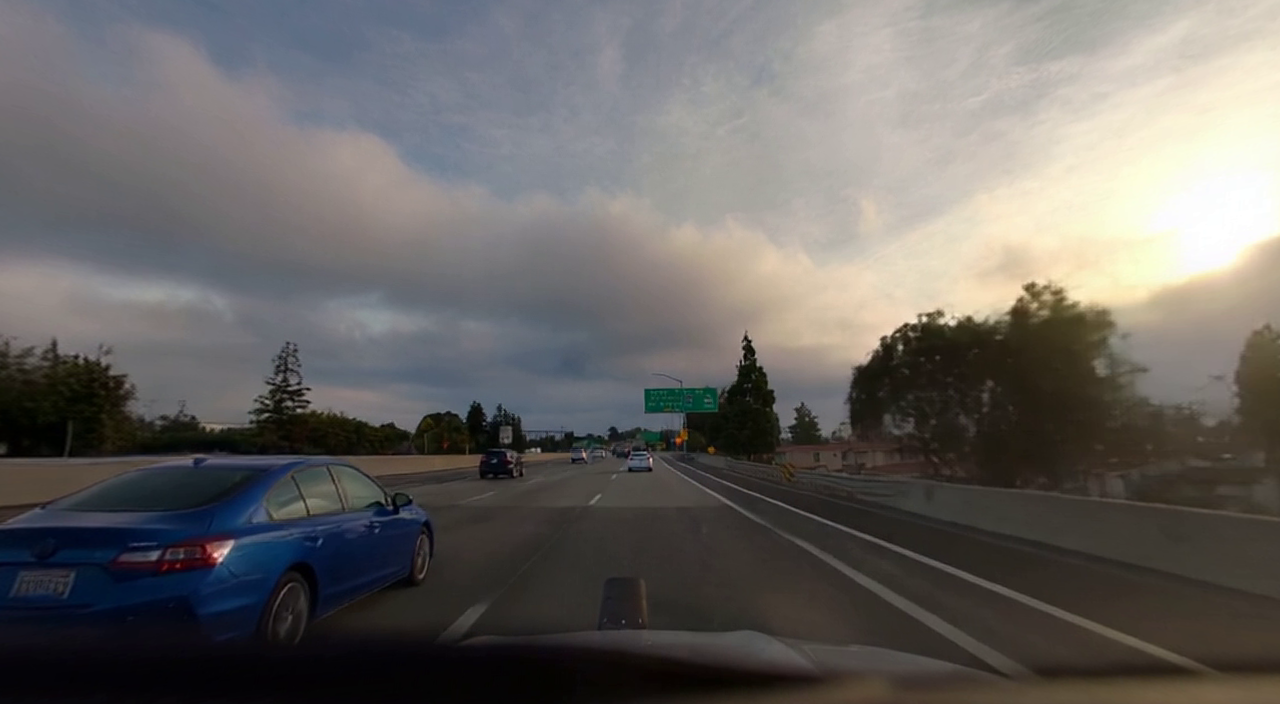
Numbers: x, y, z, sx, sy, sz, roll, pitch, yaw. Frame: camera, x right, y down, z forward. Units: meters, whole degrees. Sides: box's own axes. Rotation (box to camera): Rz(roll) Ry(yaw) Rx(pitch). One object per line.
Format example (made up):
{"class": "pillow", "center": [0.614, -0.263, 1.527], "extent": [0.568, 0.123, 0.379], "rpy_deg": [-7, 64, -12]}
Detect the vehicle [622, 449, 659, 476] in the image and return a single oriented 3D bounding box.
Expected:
{"class": "vehicle", "center": [0.000, 6.432, 36.846], "extent": [2.051, 1.443, 3.770], "rpy_deg": [0, -8, 0]}

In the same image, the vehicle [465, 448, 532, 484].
{"class": "vehicle", "center": [-6.431, 5.218, 29.188], "extent": [2.075, 1.528, 4.327], "rpy_deg": [0, -8, 1]}
